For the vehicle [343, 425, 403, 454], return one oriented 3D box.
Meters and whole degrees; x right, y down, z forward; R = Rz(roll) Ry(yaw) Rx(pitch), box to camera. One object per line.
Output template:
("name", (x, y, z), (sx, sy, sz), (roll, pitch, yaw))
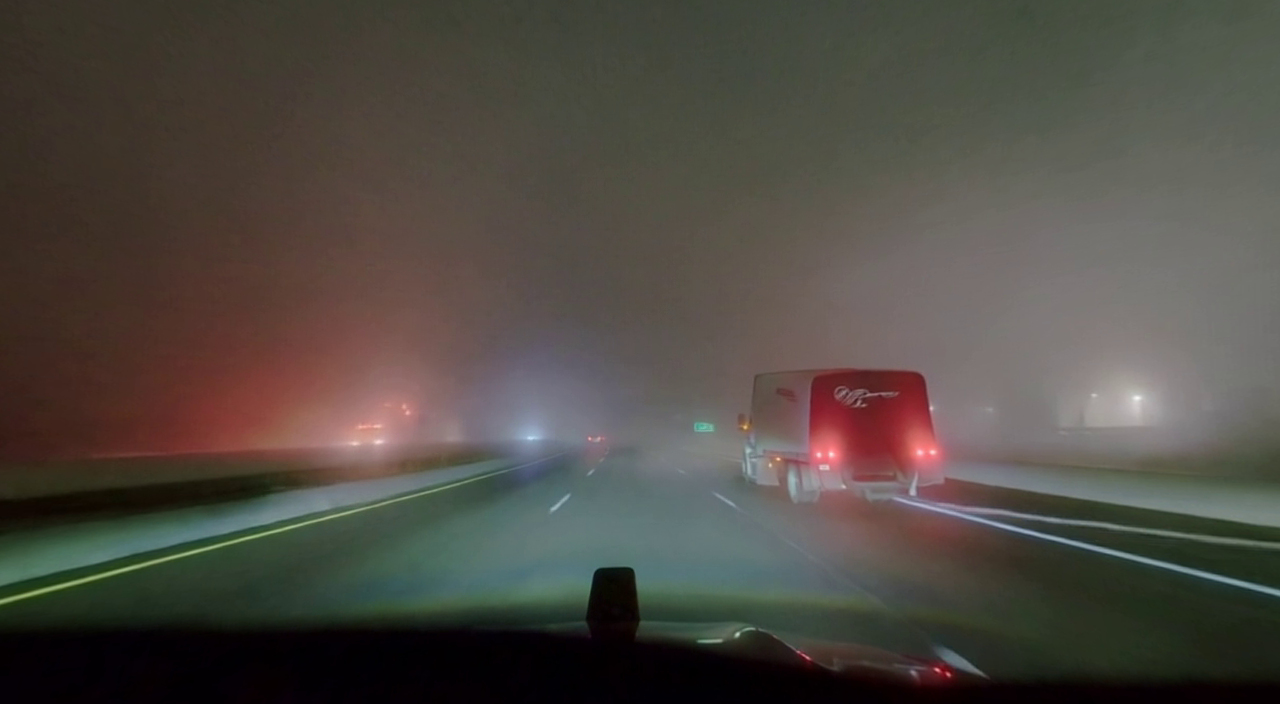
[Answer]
("vehicle", (-20.726, 6.830, 49.179), (2.349, 2.112, 5.803), (0, -8, -2))
